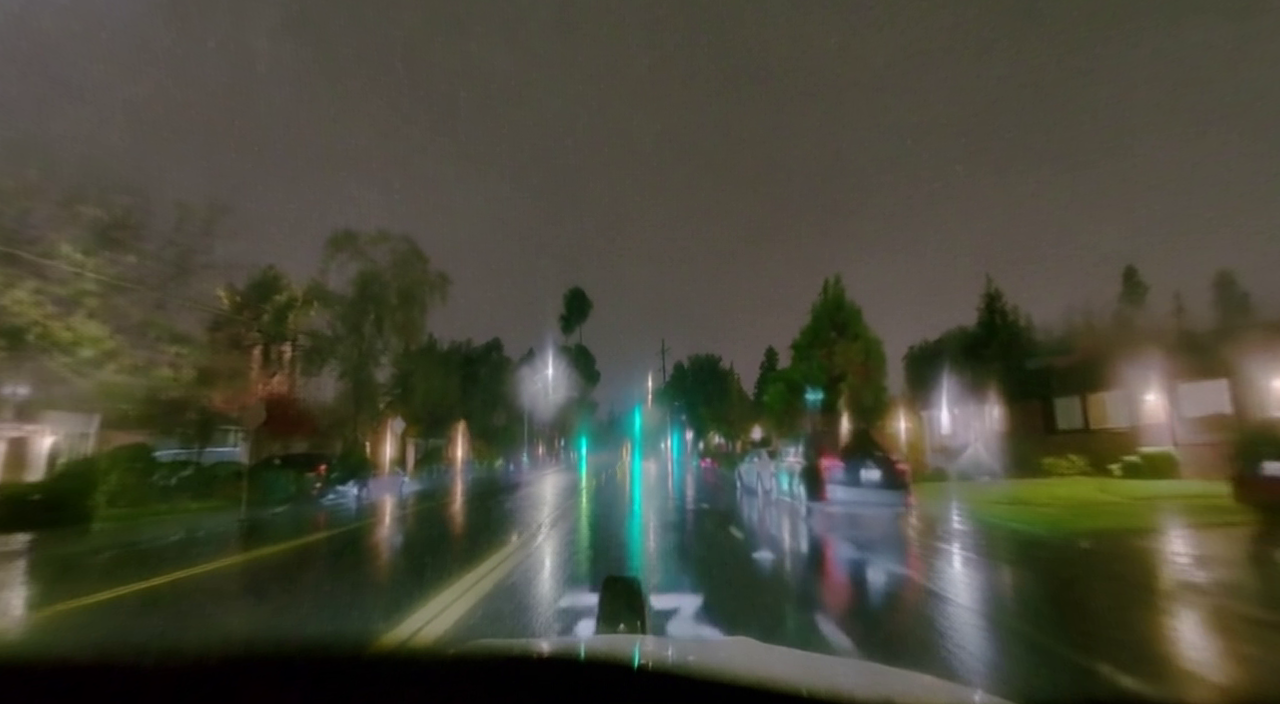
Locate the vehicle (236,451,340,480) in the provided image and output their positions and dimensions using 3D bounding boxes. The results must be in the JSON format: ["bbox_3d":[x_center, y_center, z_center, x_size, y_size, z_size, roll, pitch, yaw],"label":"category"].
[{"bbox_3d":[-19.242,6.215,34.686,4.530,1.477,1.843,0,-8,-1],"label":"vehicle"}]

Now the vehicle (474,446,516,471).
[{"bbox_3d":[-10.811,7.980,47.254,2.082,1.661,4.403,-3,-10,0],"label":"vehicle"}]

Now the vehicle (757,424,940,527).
[{"bbox_3d":[4.166,2.564,13.716,2.254,1.812,4.817,0,-8,-1],"label":"vehicle"}]

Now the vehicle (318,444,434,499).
[{"bbox_3d":[-10.678,4.814,26.150,2.338,1.871,5.795,-4,-8,0],"label":"vehicle"}]
